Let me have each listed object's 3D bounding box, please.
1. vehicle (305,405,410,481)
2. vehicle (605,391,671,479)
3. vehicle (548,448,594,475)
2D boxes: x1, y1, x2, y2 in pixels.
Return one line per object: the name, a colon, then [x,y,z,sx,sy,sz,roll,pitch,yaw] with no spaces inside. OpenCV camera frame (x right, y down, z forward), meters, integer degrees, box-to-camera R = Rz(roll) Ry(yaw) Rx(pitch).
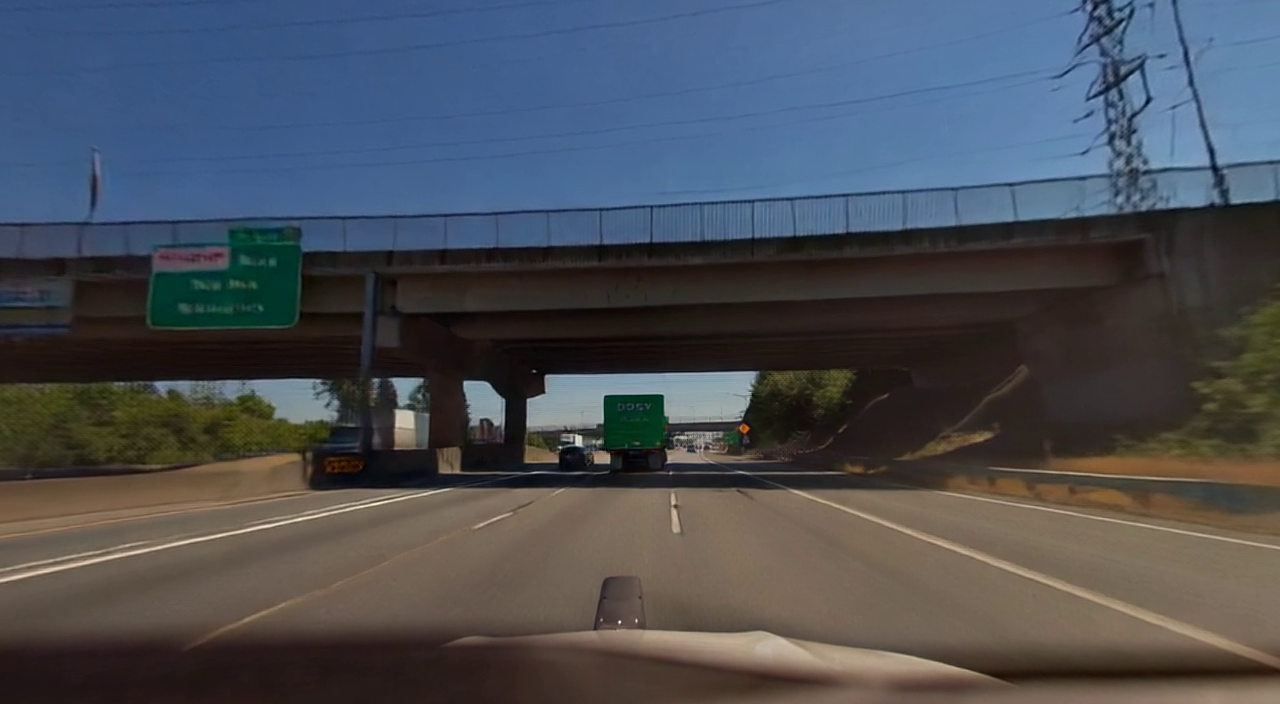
vehicle: [-15.990,5.271,36.154,3.017,3.970,5.806,-1,-9,3]
vehicle: [0.085,4.812,35.500,3.025,4.002,12.709,-1,-9,2]
vehicle: [-3.940,6.329,36.679,1.958,1.467,4.737,-1,-9,3]
